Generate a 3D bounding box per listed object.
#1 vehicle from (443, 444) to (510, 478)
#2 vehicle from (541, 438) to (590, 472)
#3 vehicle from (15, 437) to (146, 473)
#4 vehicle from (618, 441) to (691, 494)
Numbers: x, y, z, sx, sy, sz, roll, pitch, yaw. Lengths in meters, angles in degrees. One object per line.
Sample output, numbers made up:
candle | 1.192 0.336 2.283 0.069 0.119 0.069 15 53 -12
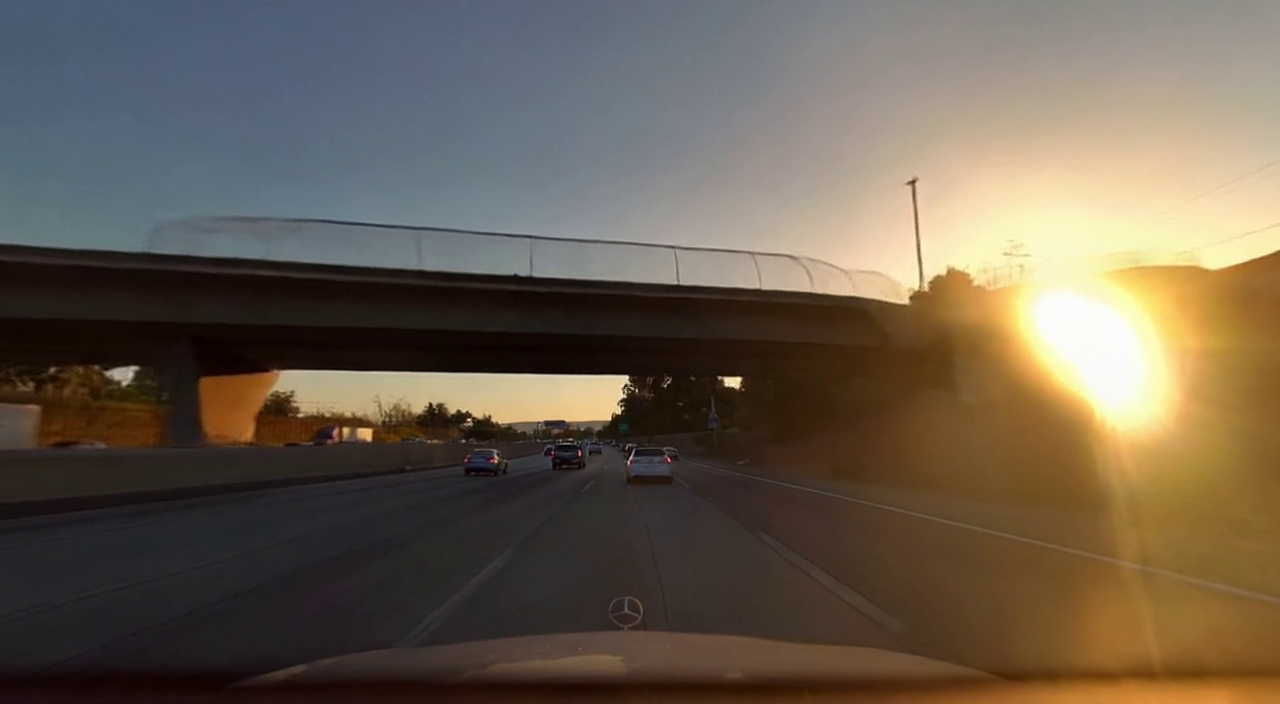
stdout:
vehicle | -7.578 5.089 29.767 1.974 1.464 4.733 0 -8 -1
vehicle | -4.051 5.691 35.141 2.289 1.777 4.534 0 -8 -2
vehicle | -31.023 5.692 35.304 2.303 1.824 5.757 0 -8 -3
vehicle | 0.361 3.605 20.098 2.082 1.482 4.126 0 -8 -2
